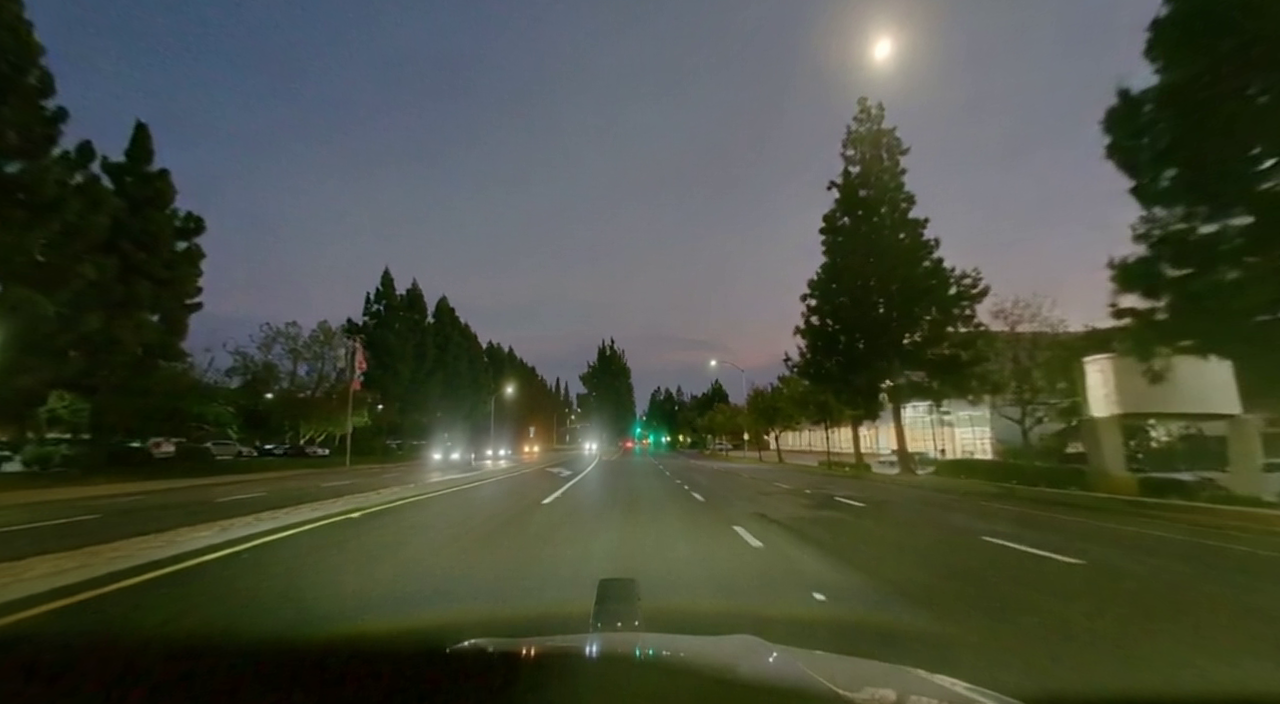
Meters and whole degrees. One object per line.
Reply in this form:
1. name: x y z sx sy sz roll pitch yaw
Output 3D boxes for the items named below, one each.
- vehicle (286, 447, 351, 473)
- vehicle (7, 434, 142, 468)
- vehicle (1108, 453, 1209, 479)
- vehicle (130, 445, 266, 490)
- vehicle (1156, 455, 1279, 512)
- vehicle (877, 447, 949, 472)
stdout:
1. vehicle: -19.942 6.697 39.395 1.787 1.437 4.414 0 -8 -1
2. vehicle: -30.888 5.413 34.748 5.107 1.753 1.963 4 -9 -28
3. vehicle: 32.114 7.055 39.224 4.463 1.490 1.981 -1 -8 2
4. vehicle: -16.160 4.218 23.448 1.876 1.460 4.433 0 -8 -1
5. vehicle: 19.513 4.133 20.091 4.427 1.640 2.085 0 -8 -3
6. vehicle: 20.485 7.994 47.430 4.573 1.747 2.191 -5 -10 33
